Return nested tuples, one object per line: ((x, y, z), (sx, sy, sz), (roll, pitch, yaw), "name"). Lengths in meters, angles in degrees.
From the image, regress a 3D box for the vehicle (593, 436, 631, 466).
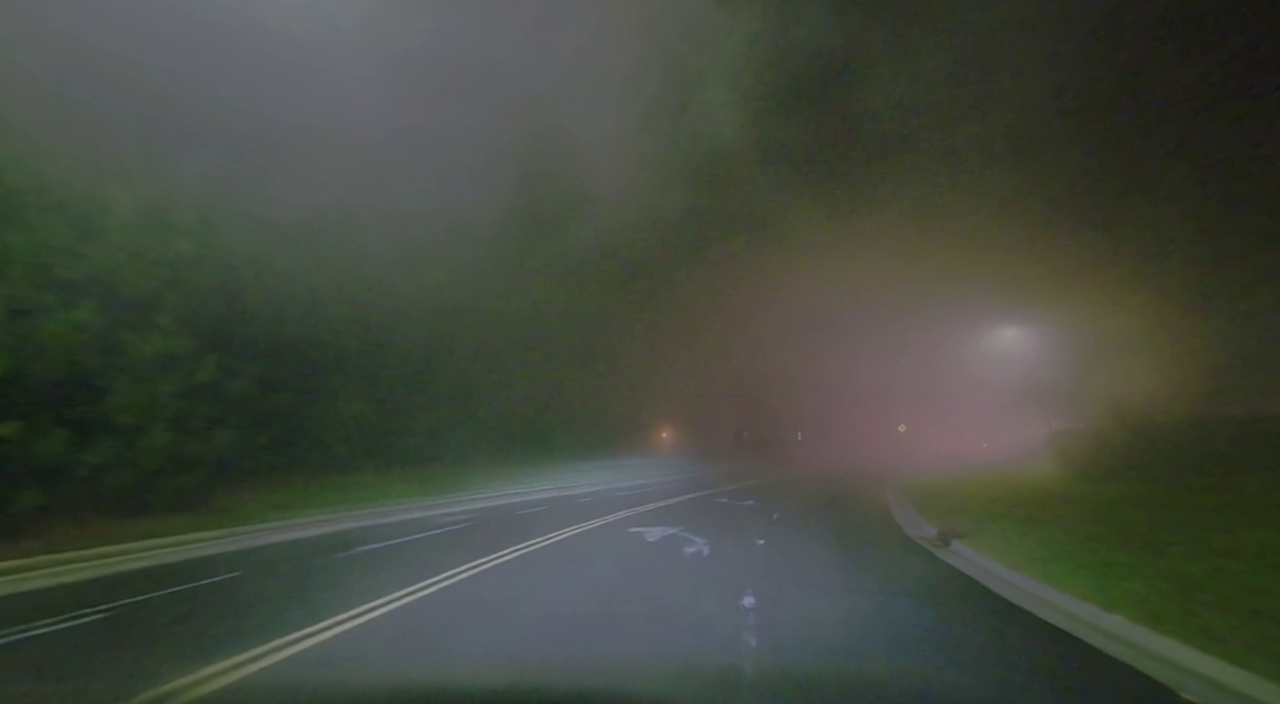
((-1.873, 6.375, 40.661), (2.244, 1.796, 5.170), (1, -9, -4), "vehicle")

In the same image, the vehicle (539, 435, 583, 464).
((-5.304, 6.449, 41.805), (2.192, 1.740, 4.521), (3, -9, -15), "vehicle")
